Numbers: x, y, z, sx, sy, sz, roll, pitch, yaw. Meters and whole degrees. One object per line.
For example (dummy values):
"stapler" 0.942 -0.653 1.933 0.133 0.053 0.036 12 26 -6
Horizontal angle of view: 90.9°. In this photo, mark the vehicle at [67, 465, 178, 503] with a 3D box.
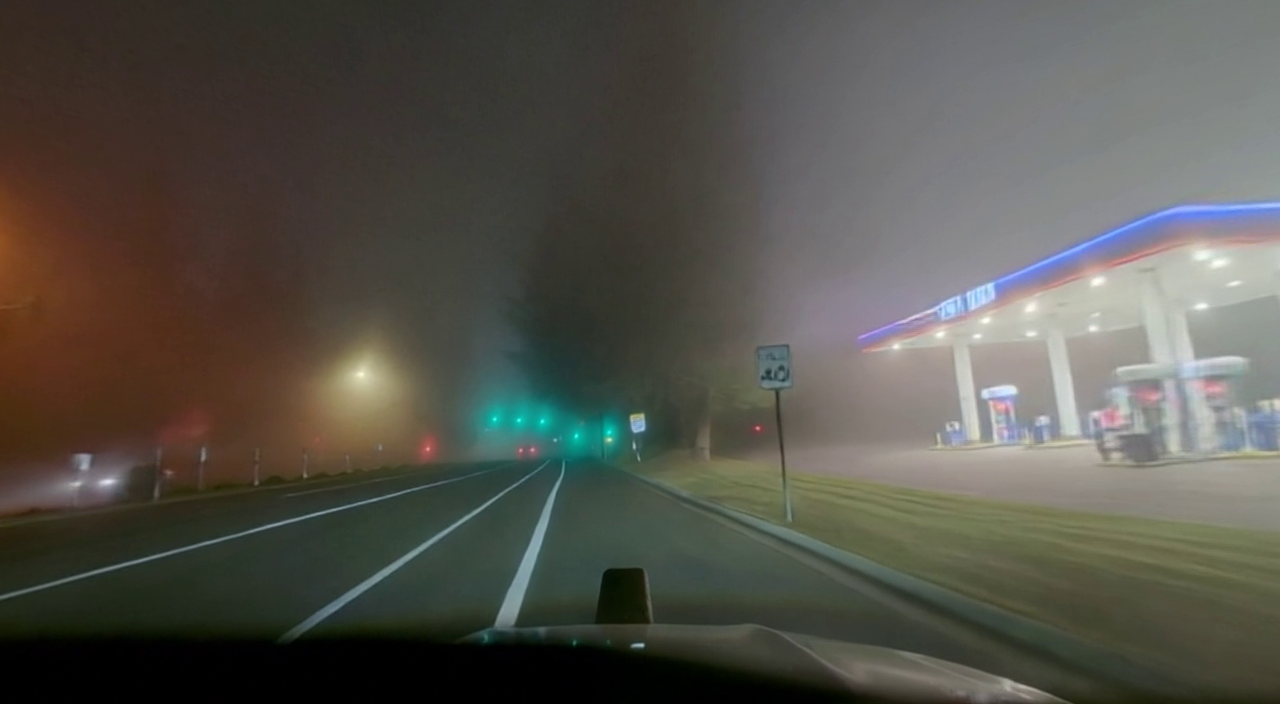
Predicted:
"vehicle" -24.299 6.177 29.854 1.794 1.468 4.388 1 -8 -5
